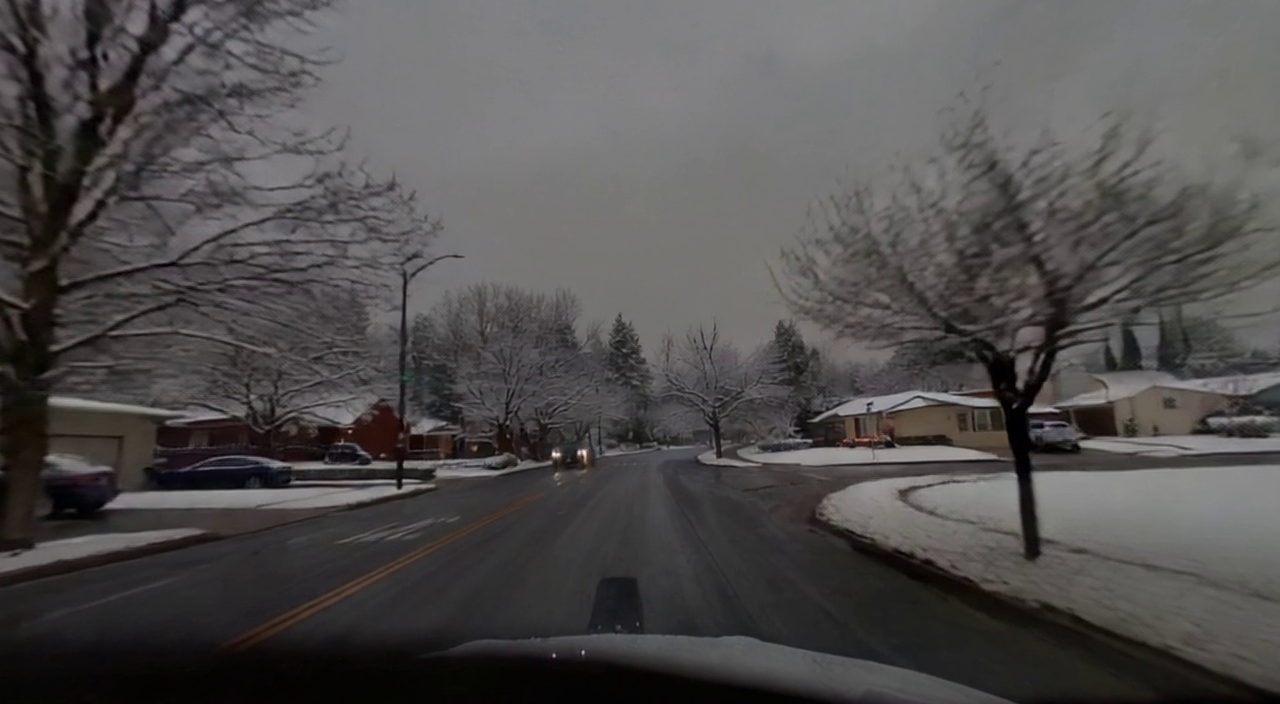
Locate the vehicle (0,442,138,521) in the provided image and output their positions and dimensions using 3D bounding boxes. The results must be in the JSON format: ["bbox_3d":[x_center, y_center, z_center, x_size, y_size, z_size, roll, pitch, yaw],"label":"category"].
[{"bbox_3d":[-14.704,2.945,14.677,4.237,1.687,1.970,1,-9,-4],"label":"vehicle"}]

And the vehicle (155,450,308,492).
[{"bbox_3d":[-15.124,4.392,23.554,4.370,1.482,1.926,0,-9,2],"label":"vehicle"}]

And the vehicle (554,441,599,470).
[{"bbox_3d":[-3.754,6.189,37.914,2.025,1.660,4.151,-1,-9,4],"label":"vehicle"}]

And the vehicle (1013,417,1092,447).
[{"bbox_3d":[23.522,4.647,36.238,1.875,1.609,4.322,-1,-9,4],"label":"vehicle"}]
